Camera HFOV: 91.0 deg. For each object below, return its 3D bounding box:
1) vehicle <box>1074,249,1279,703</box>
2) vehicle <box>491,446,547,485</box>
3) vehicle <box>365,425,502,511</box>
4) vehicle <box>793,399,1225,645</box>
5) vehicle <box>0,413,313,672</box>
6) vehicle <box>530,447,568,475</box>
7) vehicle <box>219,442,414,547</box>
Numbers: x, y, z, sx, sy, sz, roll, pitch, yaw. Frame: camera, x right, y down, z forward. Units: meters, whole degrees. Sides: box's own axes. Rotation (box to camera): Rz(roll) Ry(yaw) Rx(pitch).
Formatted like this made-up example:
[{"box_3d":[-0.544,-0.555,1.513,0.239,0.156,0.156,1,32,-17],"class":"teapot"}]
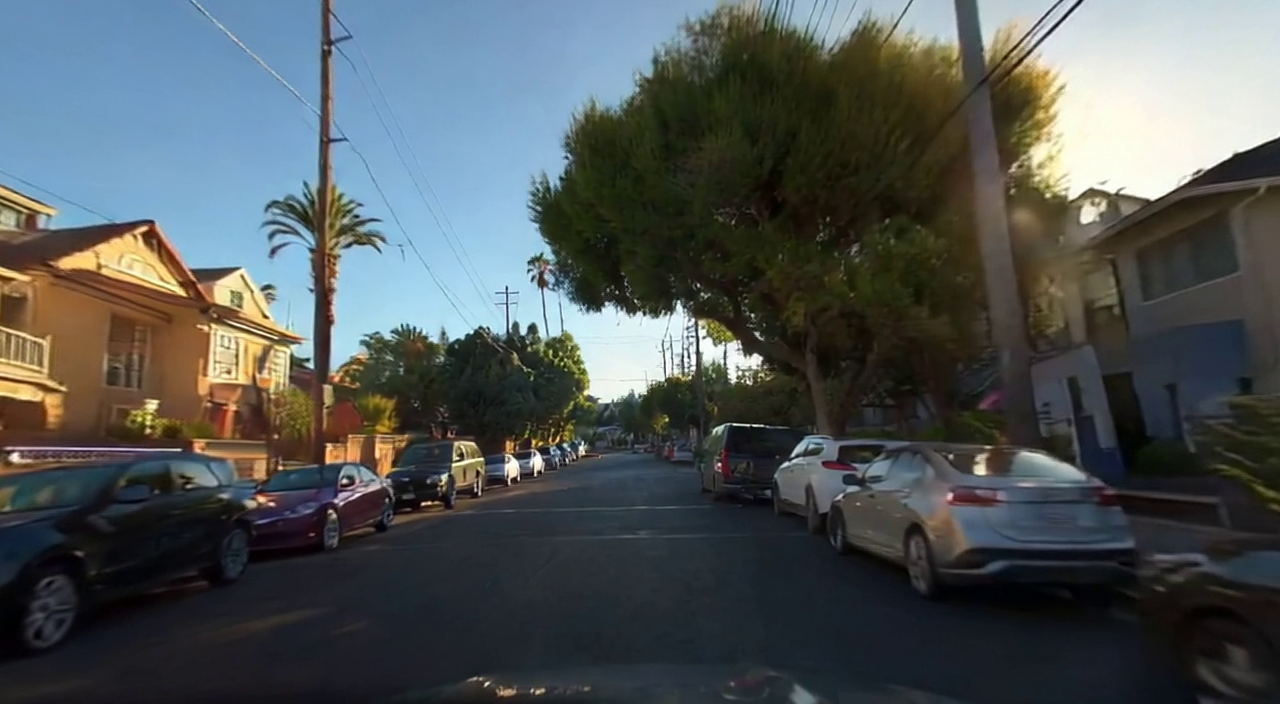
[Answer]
[{"box_3d":[3.083,0.439,0.400,2.182,1.964,4.796,0,-8,1],"class":"vehicle"},{"box_3d":[-6.475,6.072,34.176,2.131,1.777,4.783,-3,-8,-1],"class":"vehicle"},{"box_3d":[-6.137,3.526,19.729,2.281,2.248,5.873,0,-8,0],"class":"vehicle"},{"box_3d":[3.026,1.450,6.357,1.880,1.675,3.928,0,-8,-1],"class":"vehicle"},{"box_3d":[-6.120,1.787,7.116,2.349,1.952,4.848,0,-8,-2],"class":"vehicle"},{"box_3d":[-6.450,7.742,45.206,2.112,1.847,5.089,0,-8,-1],"class":"vehicle"},{"box_3d":[-6.444,2.811,13.214,1.909,1.806,4.275,0,-8,-2],"class":"vehicle"}]
